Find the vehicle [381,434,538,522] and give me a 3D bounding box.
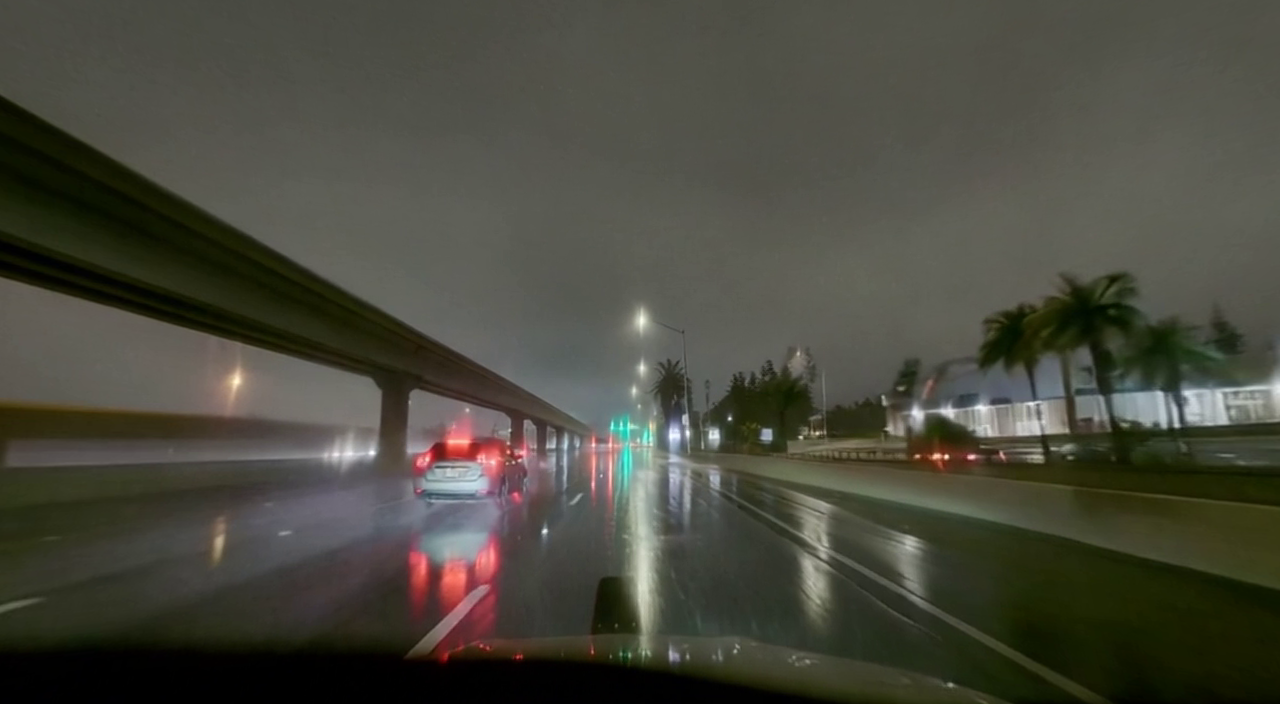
[{"bbox_3d":[-3.511,2.543,13.369,1.978,1.499,4.695,0,-8,-1],"label":"vehicle"}]
